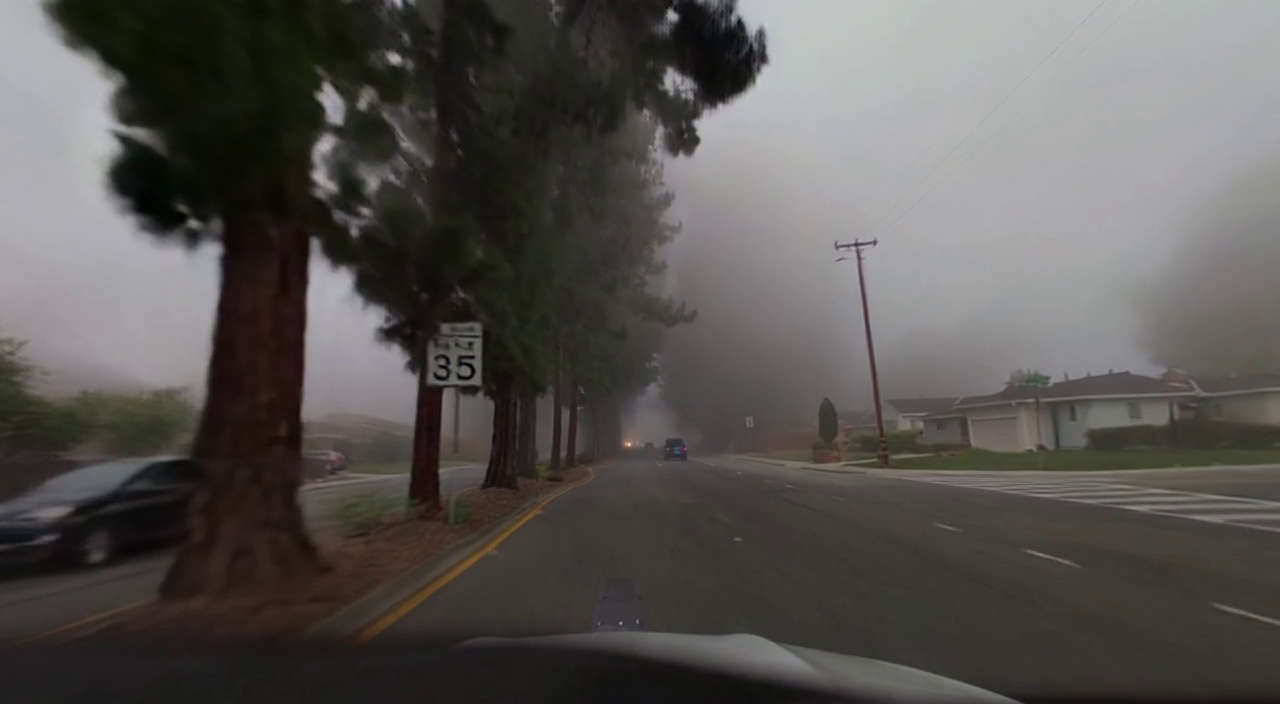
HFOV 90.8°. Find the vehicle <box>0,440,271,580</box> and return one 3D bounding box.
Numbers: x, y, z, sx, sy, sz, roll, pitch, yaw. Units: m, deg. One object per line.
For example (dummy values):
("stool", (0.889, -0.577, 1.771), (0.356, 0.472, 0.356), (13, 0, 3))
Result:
("vehicle", (-8.462, 2.339, 10.331), (2.054, 1.746, 4.507), (0, -8, 1))

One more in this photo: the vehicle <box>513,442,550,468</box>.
("vehicle", (-8.093, 7.740, 47.622), (1.964, 1.722, 4.403), (-3, -8, 0))

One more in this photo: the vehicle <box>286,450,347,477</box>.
("vehicle", (-21.682, 7.445, 42.557), (1.860, 1.663, 4.418), (0, -8, -1))
